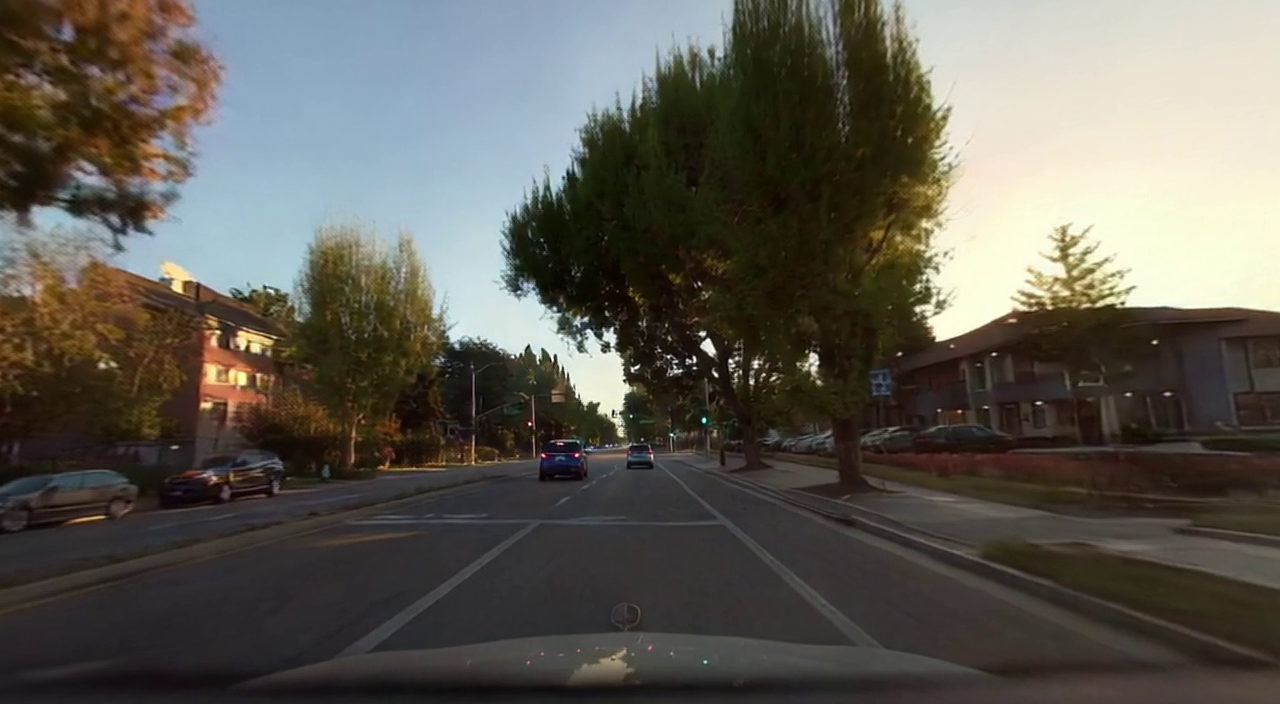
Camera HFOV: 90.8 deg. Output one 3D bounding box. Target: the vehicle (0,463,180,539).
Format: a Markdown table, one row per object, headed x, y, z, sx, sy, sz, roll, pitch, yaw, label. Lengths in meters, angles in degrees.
| x | y | z | sx | sy | sz | roll | pitch | yaw | label |
| --- | --- | --- | --- | --- | --- | --- | --- | --- | --- |
| -14.267 | 3.592 | 15.848 | 1.880 | 1.476 | 4.715 | 0 | -9 | 0 | vehicle |

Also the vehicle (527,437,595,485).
| x | y | z | sx | sy | sz | roll | pitch | yaw | label |
| --- | --- | --- | --- | --- | --- | --- | --- | --- | --- |
| -3.075 | 4.374 | 25.662 | 2.097 | 1.755 | 4.336 | 0 | -9 | 1 | vehicle |

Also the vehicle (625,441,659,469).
| x | y | z | sx | sy | sz | roll | pitch | yaw | label |
| --- | --- | --- | --- | --- | --- | --- | --- | --- | --- |
| 0.056 | 6.731 | 41.495 | 2.088 | 1.735 | 4.801 | 0 | -9 | -1 | vehicle |

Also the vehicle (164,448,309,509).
| x | y | z | sx | sy | sz | roll | pitch | yaw | label |
| --- | --- | --- | --- | --- | --- | --- | --- | --- | --- |
| -14.073 | 4.399 | 22.482 | 1.996 | 1.886 | 4.692 | 0 | -9 | 0 | vehicle |
